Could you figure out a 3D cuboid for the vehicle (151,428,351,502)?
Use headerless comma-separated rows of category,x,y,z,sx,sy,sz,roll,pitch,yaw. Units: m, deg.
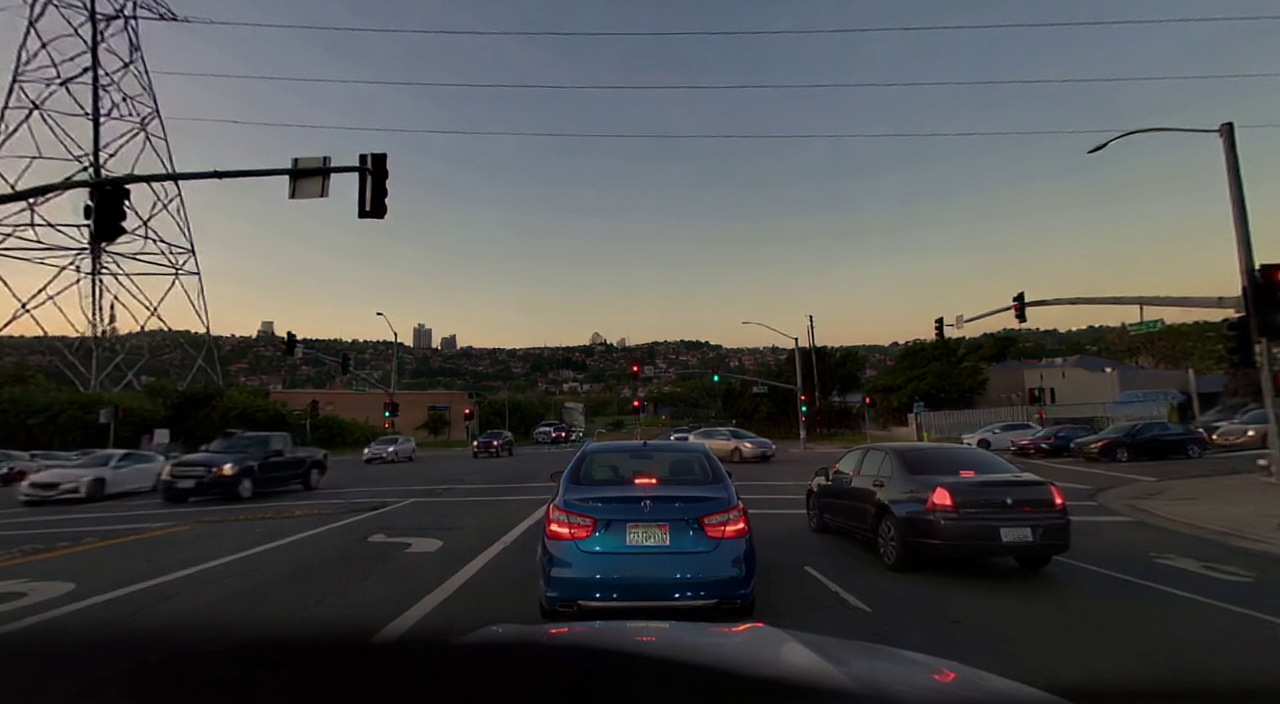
vehicle,-10.332,3.030,17.390,2.239,1.719,4.948,-1,-8,1

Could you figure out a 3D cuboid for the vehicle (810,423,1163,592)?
vehicle,3.648,1.685,7.723,1.835,1.473,4.190,0,-8,-2

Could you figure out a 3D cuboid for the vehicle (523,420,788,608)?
vehicle,0.108,1.598,7.128,2.117,1.474,4.036,0,-8,0

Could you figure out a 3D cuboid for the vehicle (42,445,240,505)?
vehicle,-14.129,3.463,18.303,1.982,1.469,4.583,0,-8,0

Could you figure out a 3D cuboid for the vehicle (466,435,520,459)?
vehicle,-9.309,6.089,40.408,1.992,1.480,4.743,-1,-9,4

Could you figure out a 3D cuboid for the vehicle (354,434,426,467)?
vehicle,-14.022,5.562,35.671,1.955,1.694,4.625,-1,-8,3

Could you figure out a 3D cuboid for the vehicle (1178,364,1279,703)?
vehicle,3.406,0.591,0.628,1.926,1.614,4.330,0,-8,1
